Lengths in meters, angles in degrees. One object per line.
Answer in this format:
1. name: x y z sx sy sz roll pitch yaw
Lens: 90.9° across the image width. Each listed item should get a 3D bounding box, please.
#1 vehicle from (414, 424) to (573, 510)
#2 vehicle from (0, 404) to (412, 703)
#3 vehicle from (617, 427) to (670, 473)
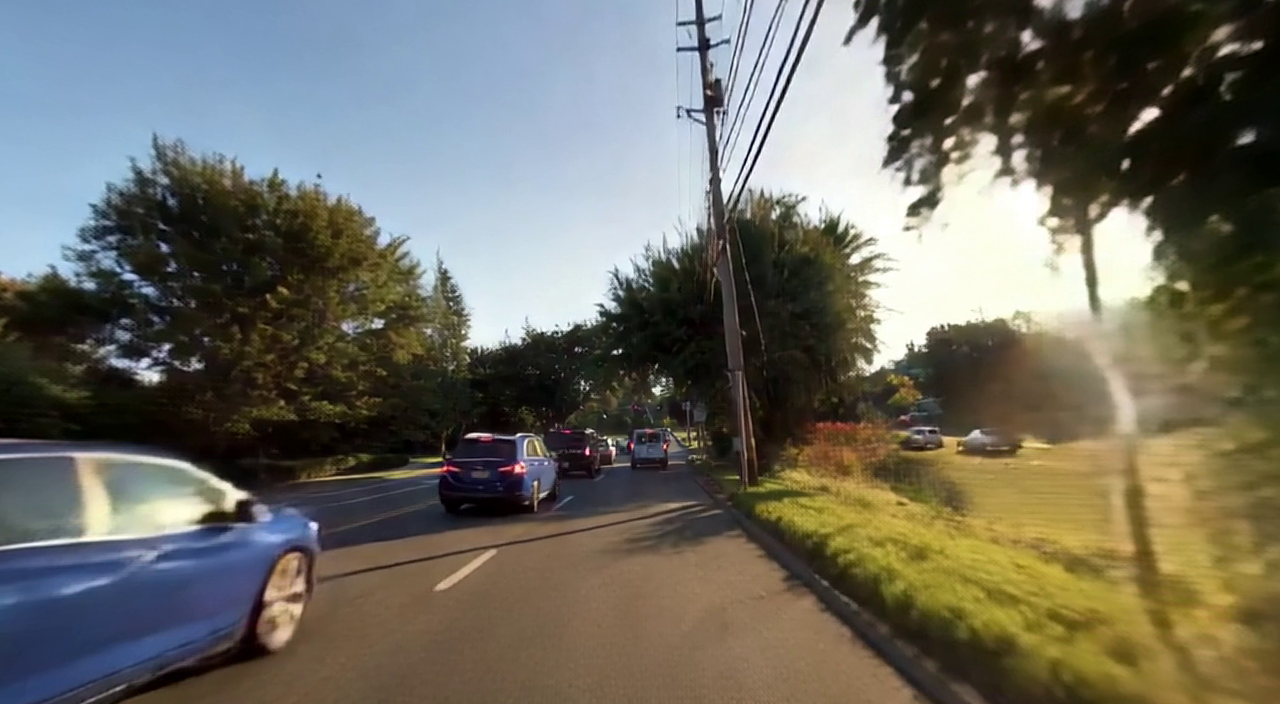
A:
1. vehicle: -2.959 2.462 14.028 2.180 1.546 4.755 0 -8 3
2. vehicle: -3.212 1.046 2.969 2.260 1.465 4.972 0 -8 2
3. vehicle: 0.239 4.402 28.517 2.241 1.912 4.095 0 -8 3
